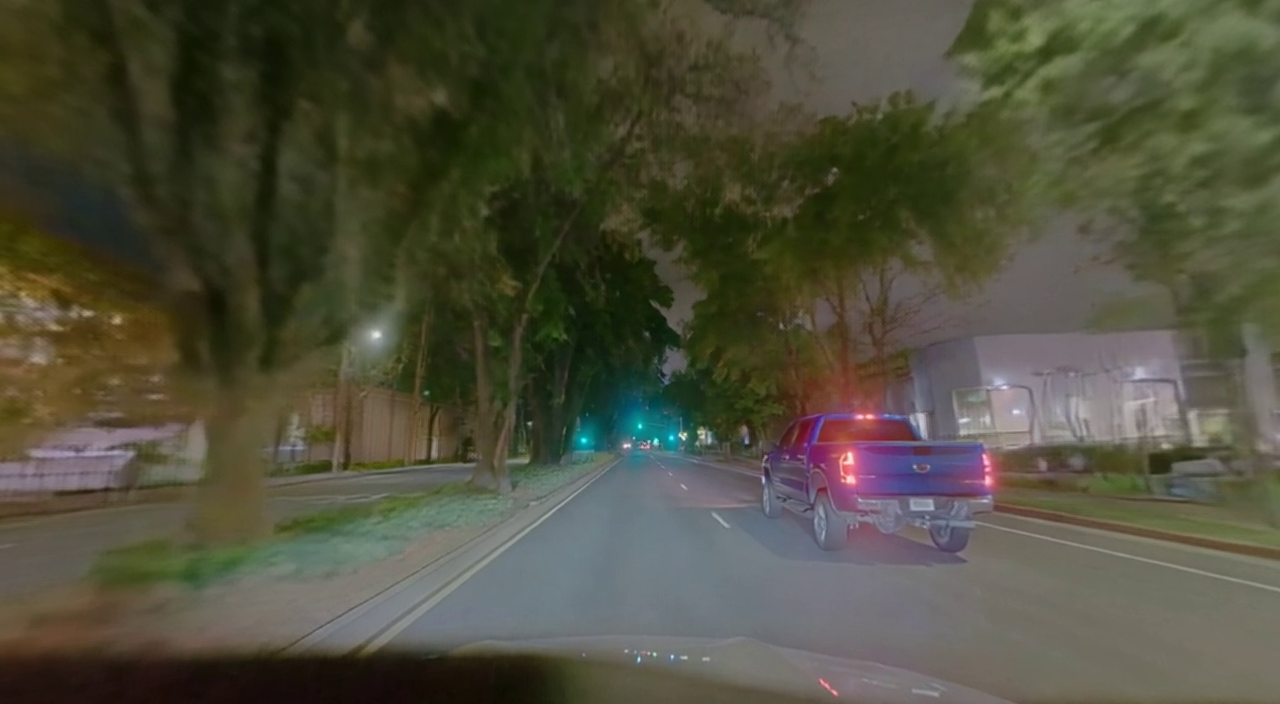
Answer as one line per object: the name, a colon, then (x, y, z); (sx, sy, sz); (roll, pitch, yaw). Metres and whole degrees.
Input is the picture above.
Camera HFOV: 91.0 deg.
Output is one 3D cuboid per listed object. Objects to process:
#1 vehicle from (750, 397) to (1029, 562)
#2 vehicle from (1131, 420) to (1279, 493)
vehicle: (3.255, 1.824, 9.775); (2.085, 1.828, 5.383); (0, -8, 0)
vehicle: (16.061, 2.773, 16.885); (1.952, 1.691, 4.743); (0, -8, 0)
